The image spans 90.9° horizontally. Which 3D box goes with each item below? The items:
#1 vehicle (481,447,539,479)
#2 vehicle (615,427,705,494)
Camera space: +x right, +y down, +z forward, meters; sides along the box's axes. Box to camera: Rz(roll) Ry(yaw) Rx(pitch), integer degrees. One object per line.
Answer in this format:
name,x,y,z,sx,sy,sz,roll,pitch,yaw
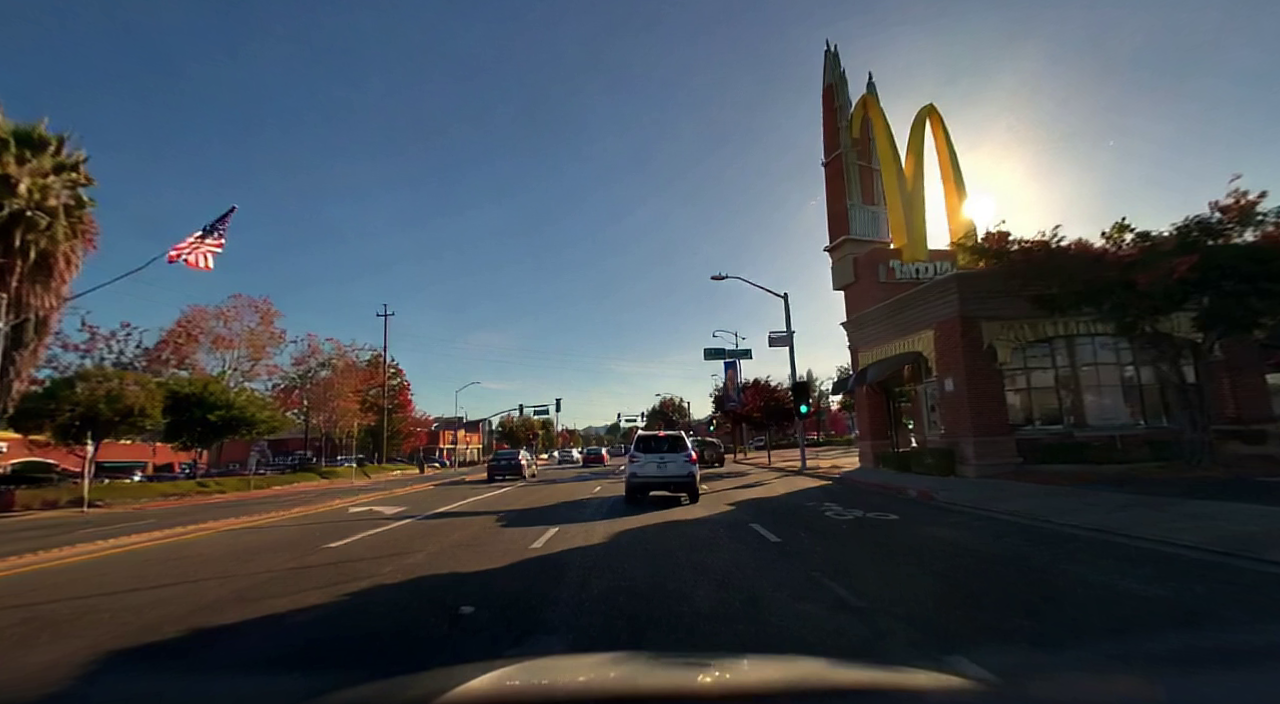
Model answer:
vehicle,-6.663,5.711,32.760,1.966,1.461,4.422,0,-8,1
vehicle,0.572,3.443,20.391,2.513,1.854,5.235,0,-8,0
